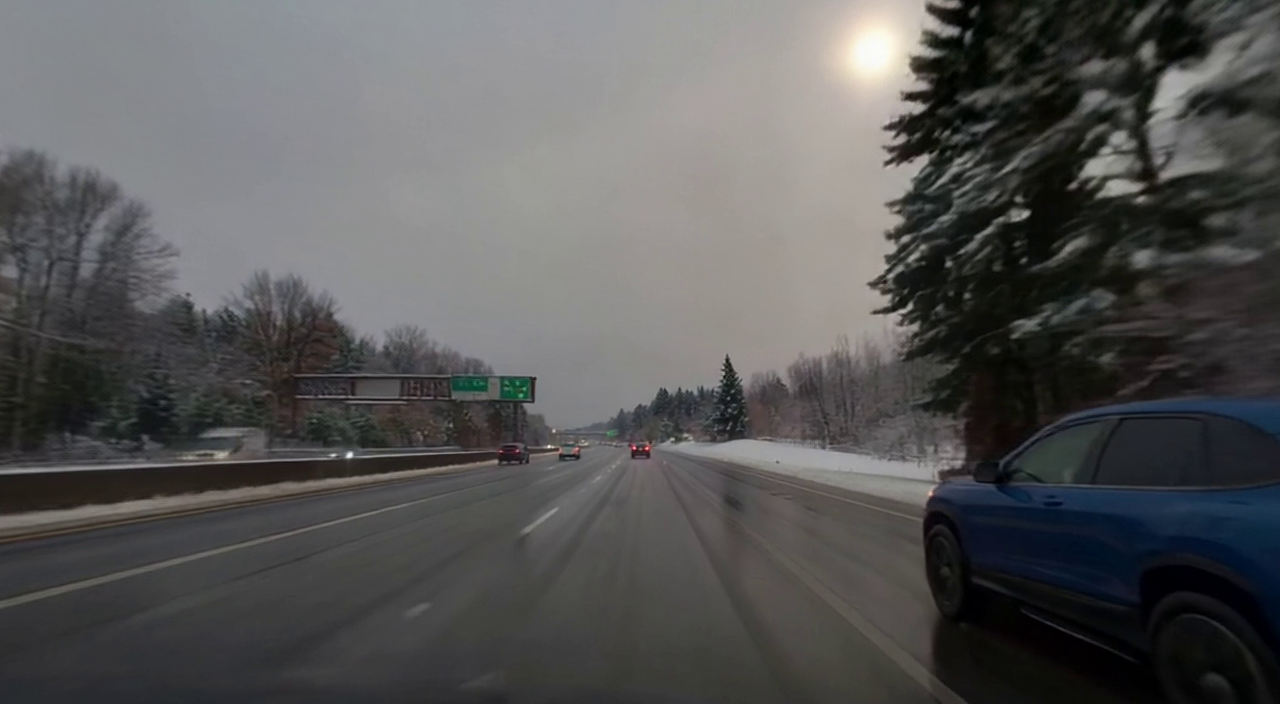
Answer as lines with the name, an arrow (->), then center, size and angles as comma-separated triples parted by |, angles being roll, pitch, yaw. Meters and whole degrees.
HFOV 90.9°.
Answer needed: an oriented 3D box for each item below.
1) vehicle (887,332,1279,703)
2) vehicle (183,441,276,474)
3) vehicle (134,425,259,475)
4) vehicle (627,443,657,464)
vehicle -> 3.330, 0.996, 3.621 | 2.120, 1.706, 4.226 | 0, -8, 0
vehicle -> -20.625, 5.281, 31.872 | 1.859, 1.539, 4.123 | 0, -8, 1
vehicle -> -24.393, 5.427, 35.110 | 2.350, 2.471, 6.221 | 0, -8, 0
vehicle -> 0.154, 7.240, 45.065 | 1.985, 1.450, 4.266 | 0, -8, 0
